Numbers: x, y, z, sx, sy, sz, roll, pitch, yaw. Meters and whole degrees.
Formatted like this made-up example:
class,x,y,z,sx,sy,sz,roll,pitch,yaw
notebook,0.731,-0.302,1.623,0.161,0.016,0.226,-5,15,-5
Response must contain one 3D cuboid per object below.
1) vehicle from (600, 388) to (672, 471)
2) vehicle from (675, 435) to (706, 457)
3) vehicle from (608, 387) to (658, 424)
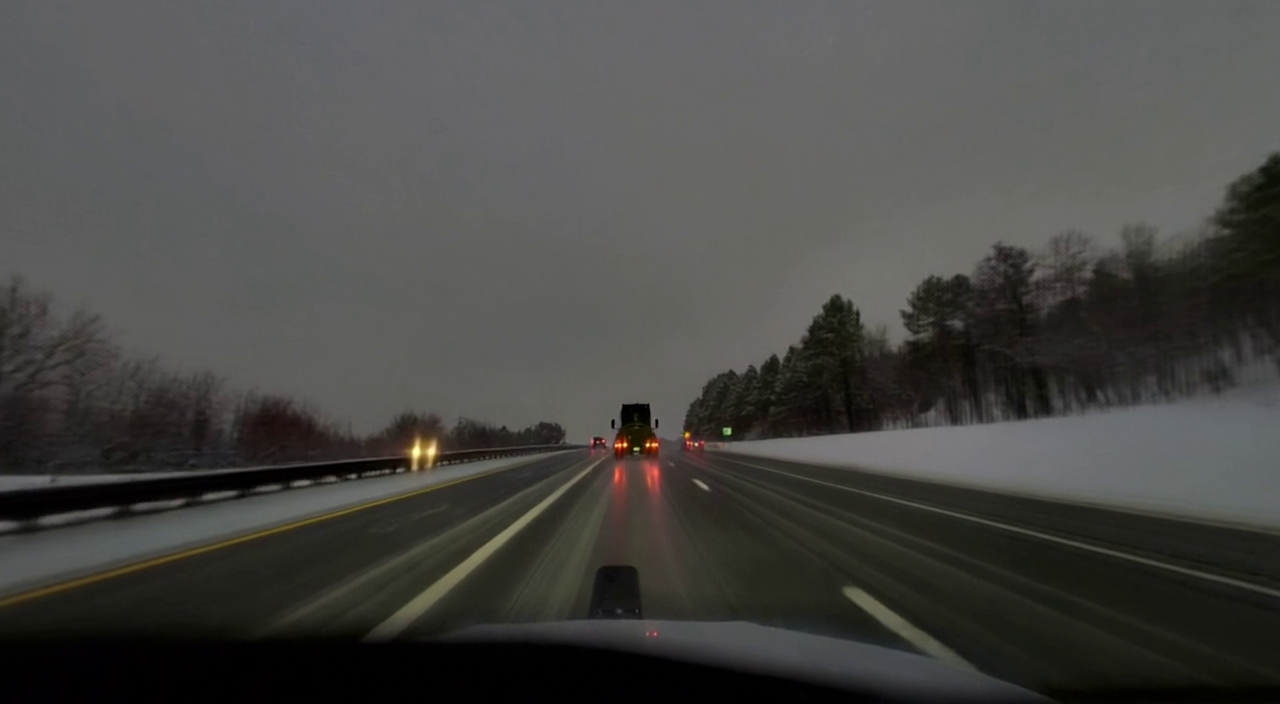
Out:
class,x,y,z,sx,sy,sz,roll,pitch,yaw
vehicle,-0.375,4.080,32.882,2.953,3.406,13.372,0,-7,-2
vehicle,3.697,6.896,46.363,1.910,1.492,4.324,0,-8,0
vehicle,-0.282,2.482,28.429,2.112,1.472,4.240,0,-8,0
